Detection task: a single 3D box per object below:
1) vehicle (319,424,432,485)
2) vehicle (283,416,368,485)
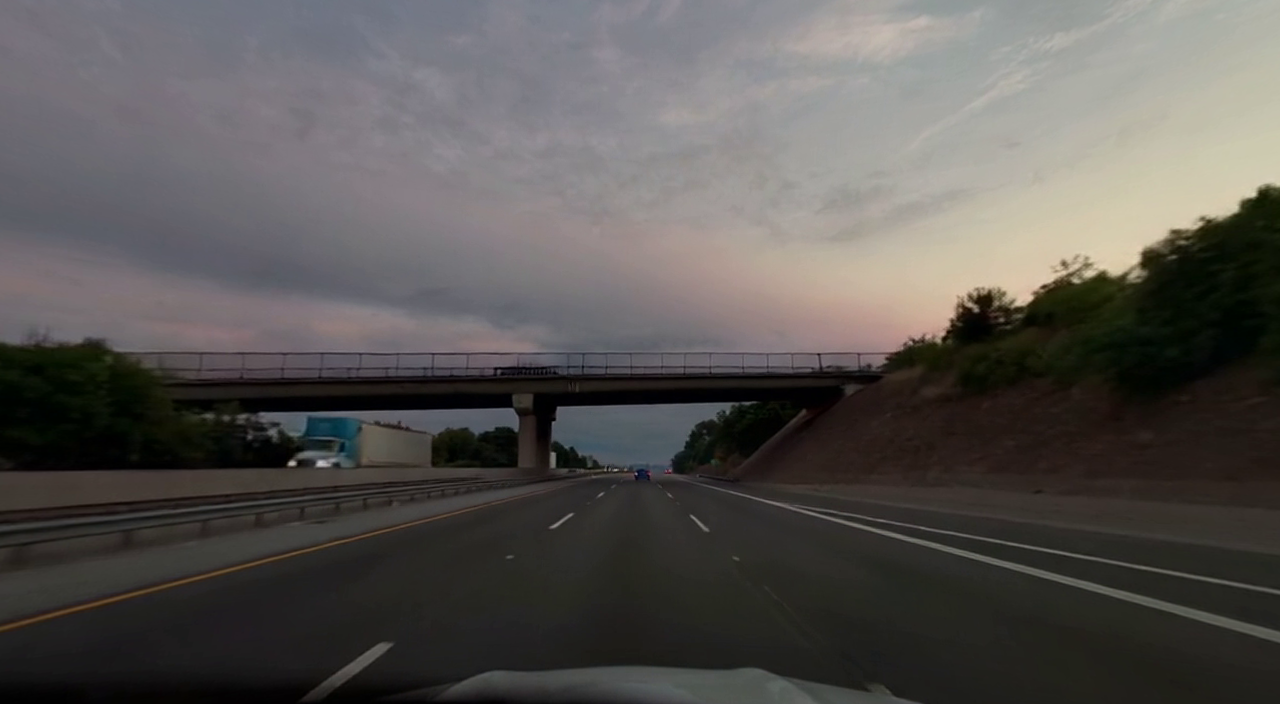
[{"bbox_3d":[-19.782,8.049,48.399,2.893,4.010,13.120,1,-11,0],"label":"vehicle"},{"bbox_3d":[-19.773,6.278,39.830,2.986,4.121,4.023,1,-11,0],"label":"vehicle"}]
